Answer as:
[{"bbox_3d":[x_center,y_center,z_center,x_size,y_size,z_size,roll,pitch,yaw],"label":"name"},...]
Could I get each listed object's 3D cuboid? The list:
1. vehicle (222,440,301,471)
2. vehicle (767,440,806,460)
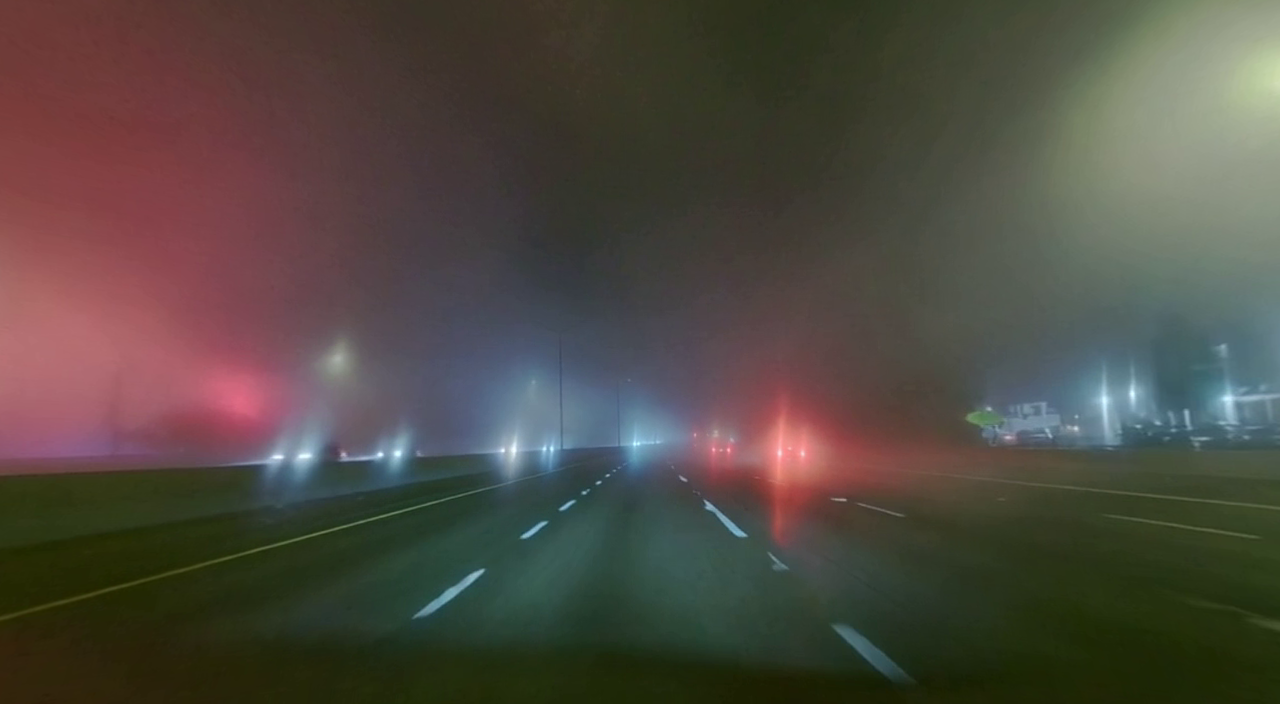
[{"bbox_3d":[-17.655,4.830,29.610,1.487,1.357,3.356,-1,-8,3],"label":"vehicle"},{"bbox_3d":[11.481,7.710,49.666,2.000,1.514,4.585,-1,-8,1],"label":"vehicle"}]
